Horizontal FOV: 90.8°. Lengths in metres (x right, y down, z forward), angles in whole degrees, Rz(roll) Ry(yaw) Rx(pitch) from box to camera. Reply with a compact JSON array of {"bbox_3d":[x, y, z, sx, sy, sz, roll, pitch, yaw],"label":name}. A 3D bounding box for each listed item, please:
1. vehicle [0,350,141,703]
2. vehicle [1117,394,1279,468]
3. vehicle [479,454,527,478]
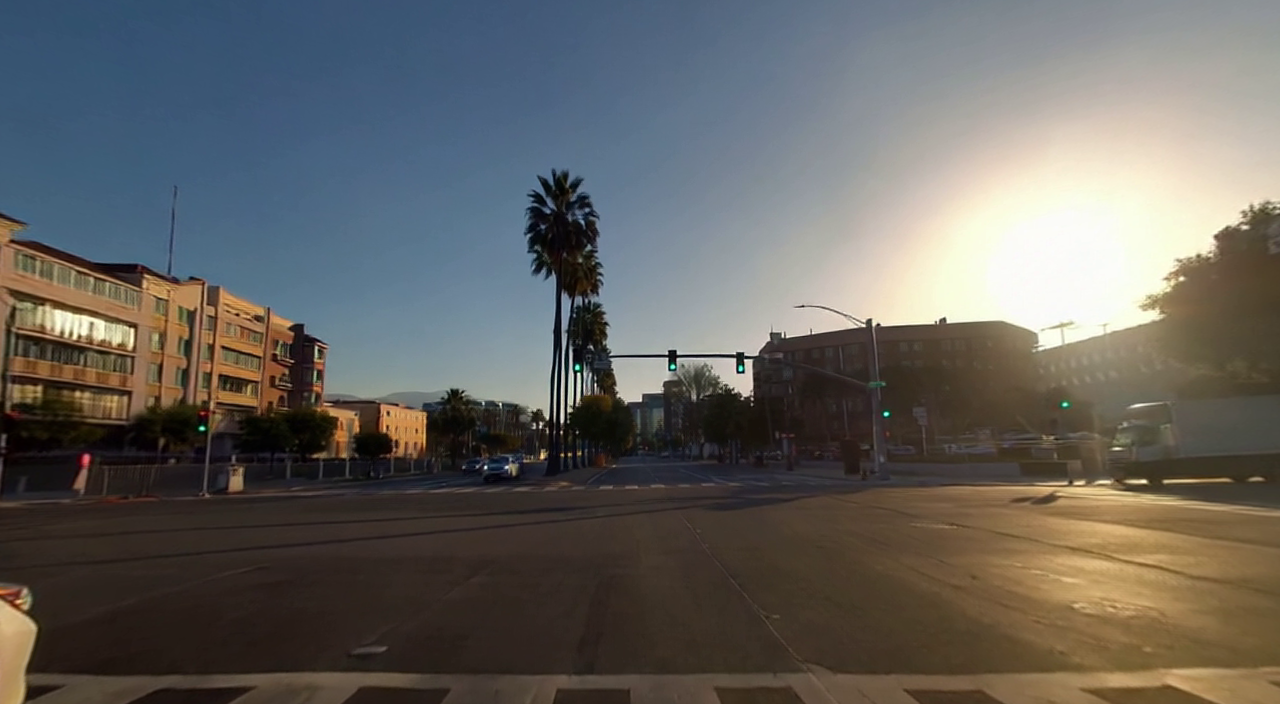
[{"bbox_3d":[-3.574,0.594,0.868,2.026,1.723,4.832,1,-9,-4],"label":"vehicle"},{"bbox_3d":[32.663,4.595,35.784,2.863,3.609,10.252,0,-8,-3],"label":"vehicle"},{"bbox_3d":[-8.876,7.416,41.343,2.095,1.482,4.523,0,-9,0],"label":"vehicle"}]
